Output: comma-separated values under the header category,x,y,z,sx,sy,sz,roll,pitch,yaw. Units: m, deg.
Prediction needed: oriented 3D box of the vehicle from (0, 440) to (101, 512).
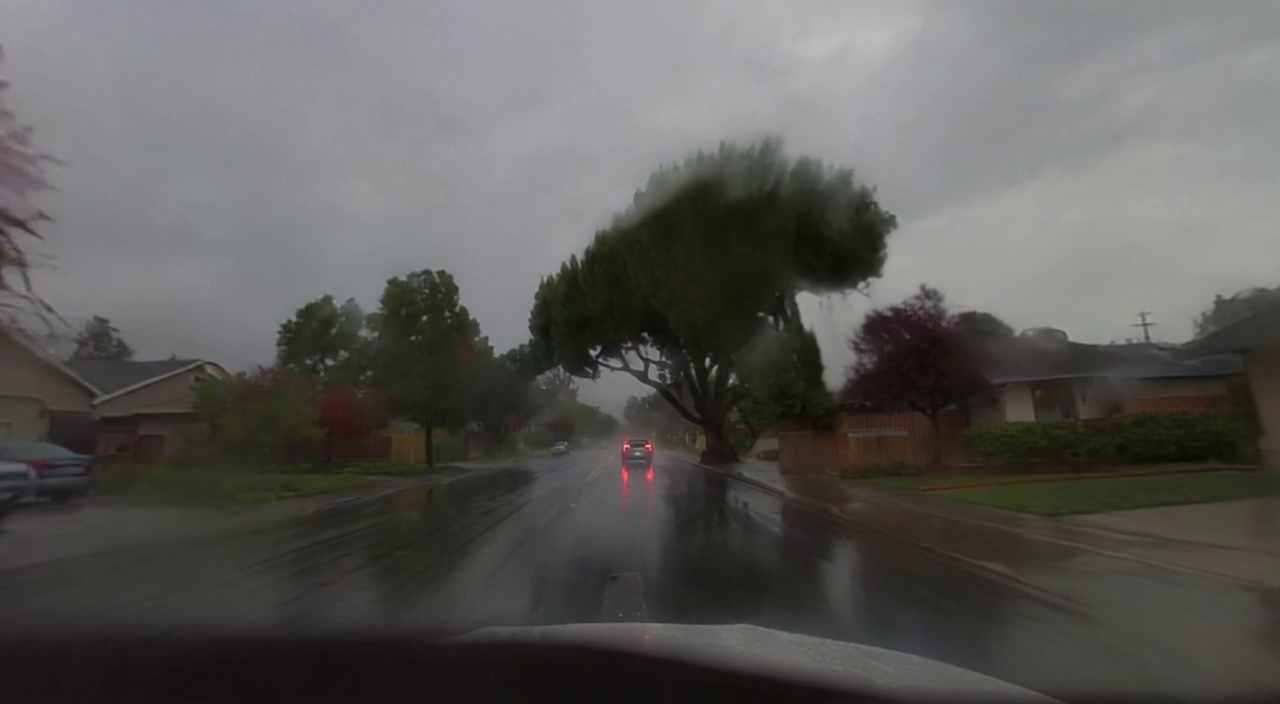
category,x,y,z,sx,sy,sz,roll,pitch,yaw
vehicle,-16.709,3.026,15.560,4.783,1.652,1.977,0,-9,-3

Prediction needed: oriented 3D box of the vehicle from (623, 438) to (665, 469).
category,x,y,z,sx,sy,sz,roll,pitch,yaw
vehicle,0.177,5.296,32.997,2.043,1.484,4.340,0,-8,0
